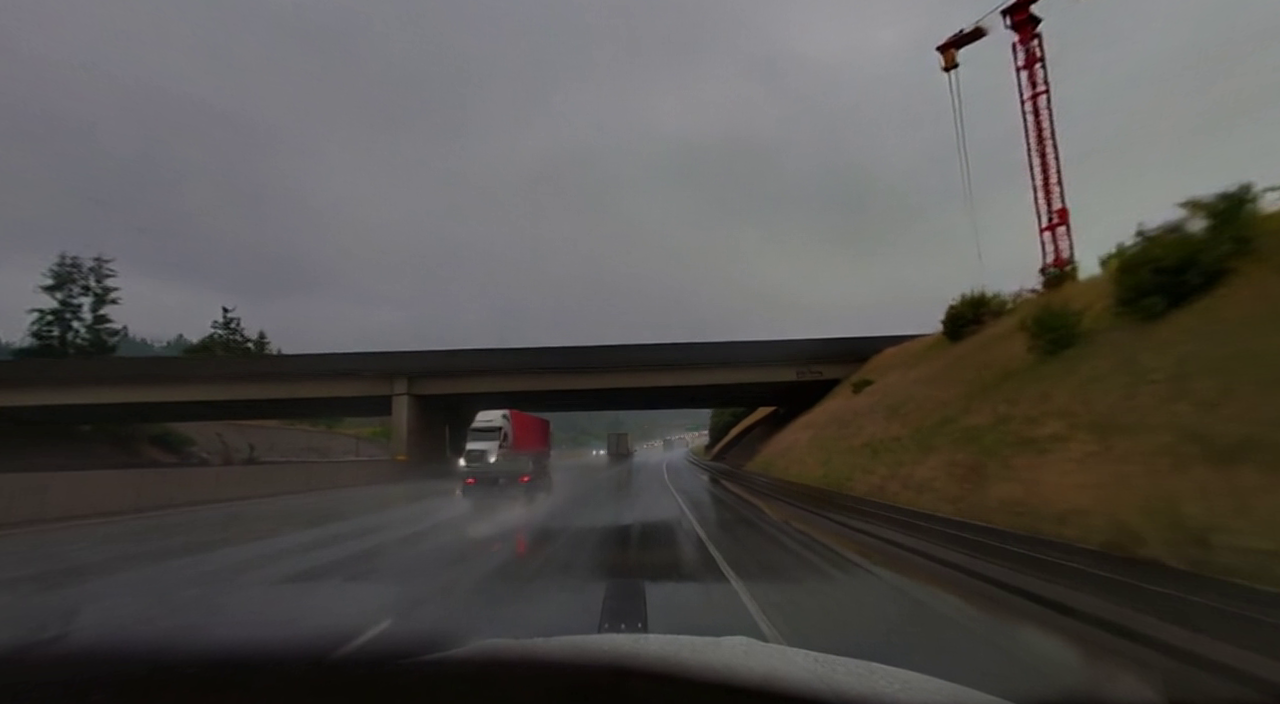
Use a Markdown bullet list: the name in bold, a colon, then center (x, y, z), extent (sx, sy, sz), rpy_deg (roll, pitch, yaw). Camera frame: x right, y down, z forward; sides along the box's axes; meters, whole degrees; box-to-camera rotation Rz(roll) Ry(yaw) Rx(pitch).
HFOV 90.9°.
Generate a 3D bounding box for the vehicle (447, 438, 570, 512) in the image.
- **vehicle**: center (-3.197, 3.093, 16.271), extent (2.194, 1.648, 3.984), rpy_deg (0, -9, 1)
